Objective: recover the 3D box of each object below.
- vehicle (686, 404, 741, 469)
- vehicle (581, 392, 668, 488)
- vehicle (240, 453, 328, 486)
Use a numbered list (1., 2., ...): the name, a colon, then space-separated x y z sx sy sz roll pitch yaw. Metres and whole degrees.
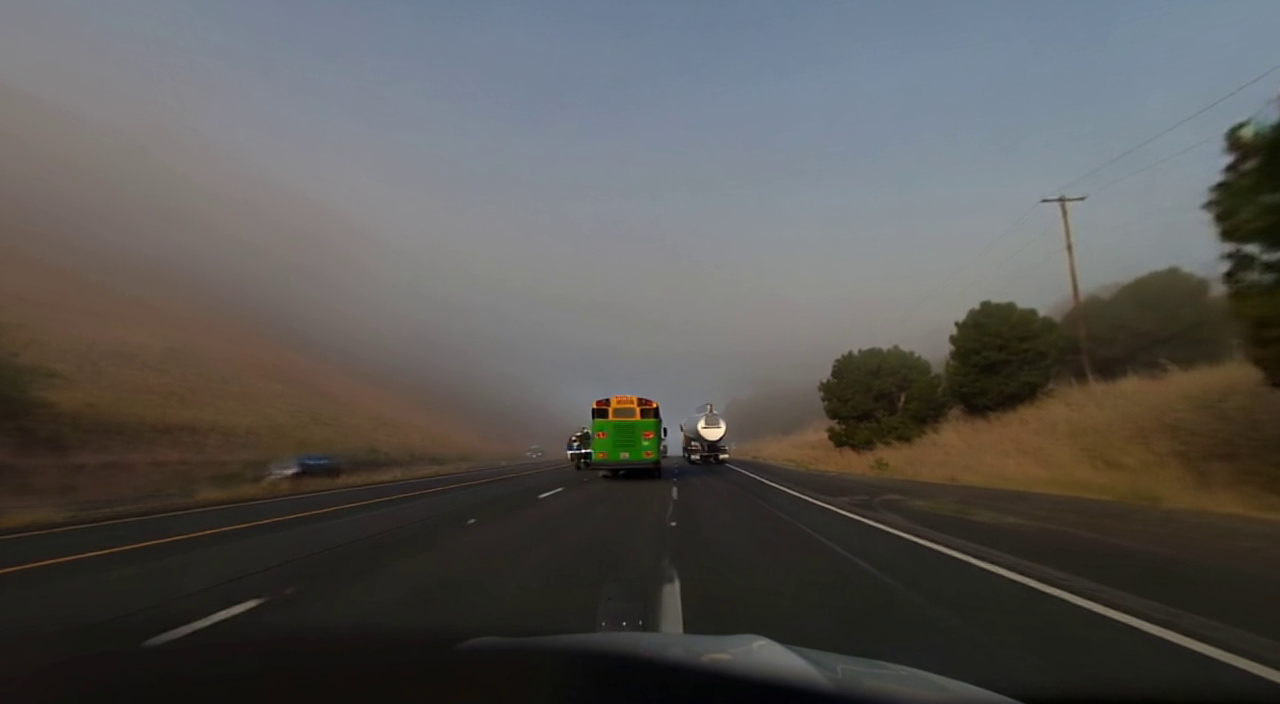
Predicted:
1. vehicle: 4.479 5.388 39.835 2.716 3.705 7.018 0 -9 1
2. vehicle: -0.295 3.796 27.066 2.948 3.265 10.569 0 -8 3
3. vehicle: -17.879 5.893 31.905 1.842 1.482 4.133 -1 -8 3
